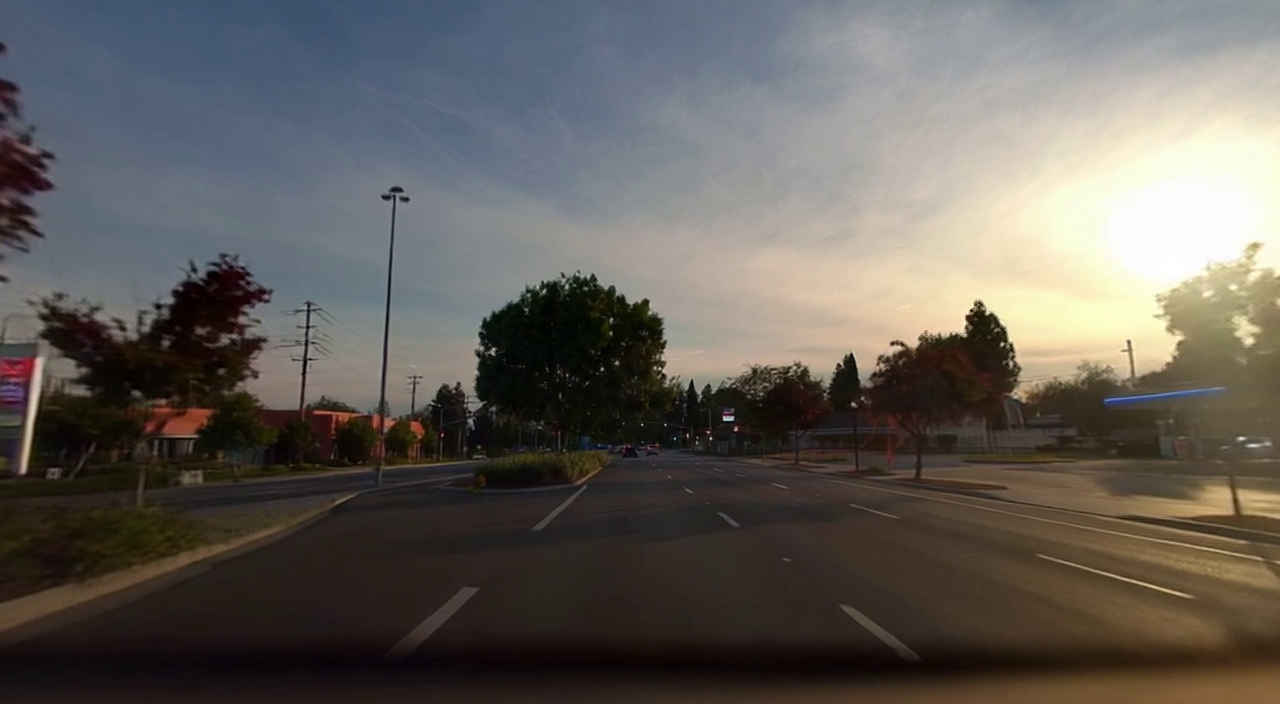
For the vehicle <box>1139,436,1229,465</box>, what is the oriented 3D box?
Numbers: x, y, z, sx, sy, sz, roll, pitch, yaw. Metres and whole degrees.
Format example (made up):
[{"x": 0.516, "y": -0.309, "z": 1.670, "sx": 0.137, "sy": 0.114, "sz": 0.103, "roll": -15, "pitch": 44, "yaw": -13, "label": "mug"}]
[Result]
[{"x": 31.076, "y": 5.641, "z": 36.225, "sx": 1.591, "sy": 1.491, "sz": 4.005, "roll": -2, "pitch": -9, "yaw": 1, "label": "vehicle"}]

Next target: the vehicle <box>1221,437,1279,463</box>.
[{"x": 36.741, "y": 5.731, "z": 36.970, "sx": 1.665, "sy": 1.442, "sz": 3.759, "roll": 0, "pitch": -8, "yaw": -4, "label": "vehicle"}]
